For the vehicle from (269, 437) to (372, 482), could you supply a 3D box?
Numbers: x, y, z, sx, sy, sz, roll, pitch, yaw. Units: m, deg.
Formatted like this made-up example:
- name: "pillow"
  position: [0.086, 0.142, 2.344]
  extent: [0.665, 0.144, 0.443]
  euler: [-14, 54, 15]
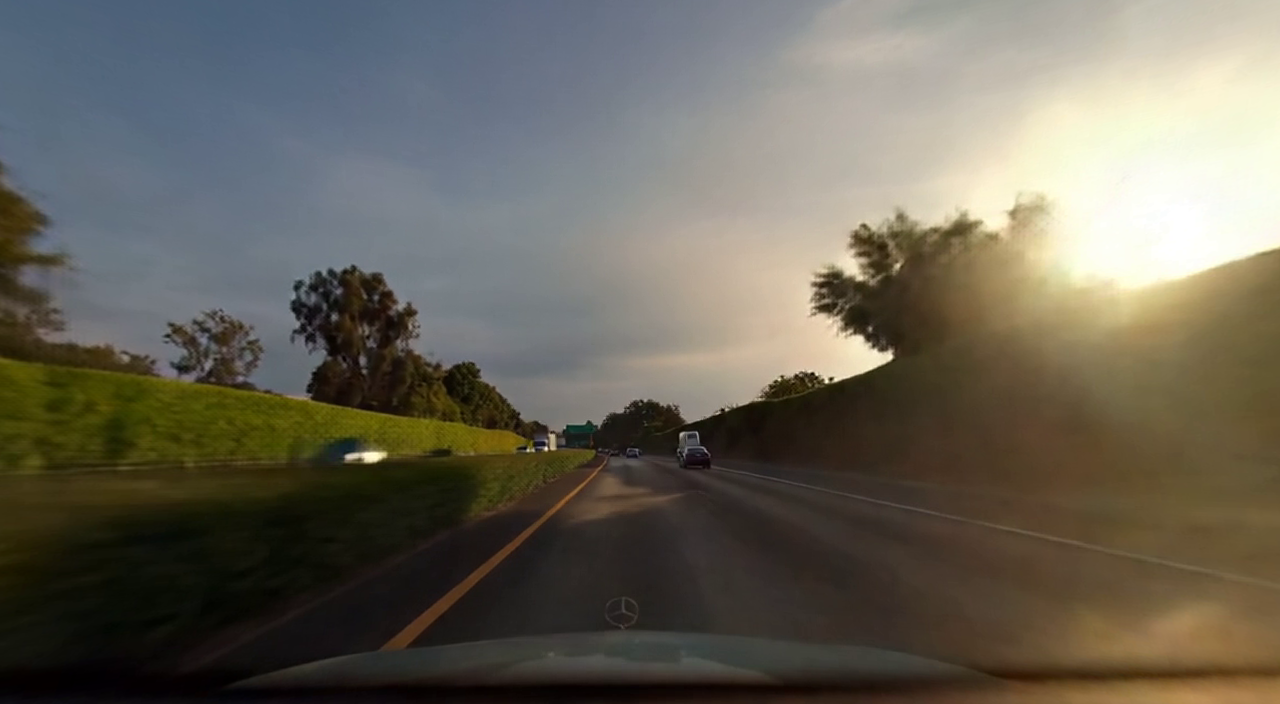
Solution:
- name: "vehicle"
  position: [-13.102, 4.432, 26.071]
  extent: [2.004, 1.662, 4.359]
  euler: [0, -9, -1]

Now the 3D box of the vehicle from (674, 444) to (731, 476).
- name: "vehicle"
  position: [3.110, 5.540, 32.247]
  extent: [2.244, 1.498, 4.338]
  euler: [0, -9, -3]
